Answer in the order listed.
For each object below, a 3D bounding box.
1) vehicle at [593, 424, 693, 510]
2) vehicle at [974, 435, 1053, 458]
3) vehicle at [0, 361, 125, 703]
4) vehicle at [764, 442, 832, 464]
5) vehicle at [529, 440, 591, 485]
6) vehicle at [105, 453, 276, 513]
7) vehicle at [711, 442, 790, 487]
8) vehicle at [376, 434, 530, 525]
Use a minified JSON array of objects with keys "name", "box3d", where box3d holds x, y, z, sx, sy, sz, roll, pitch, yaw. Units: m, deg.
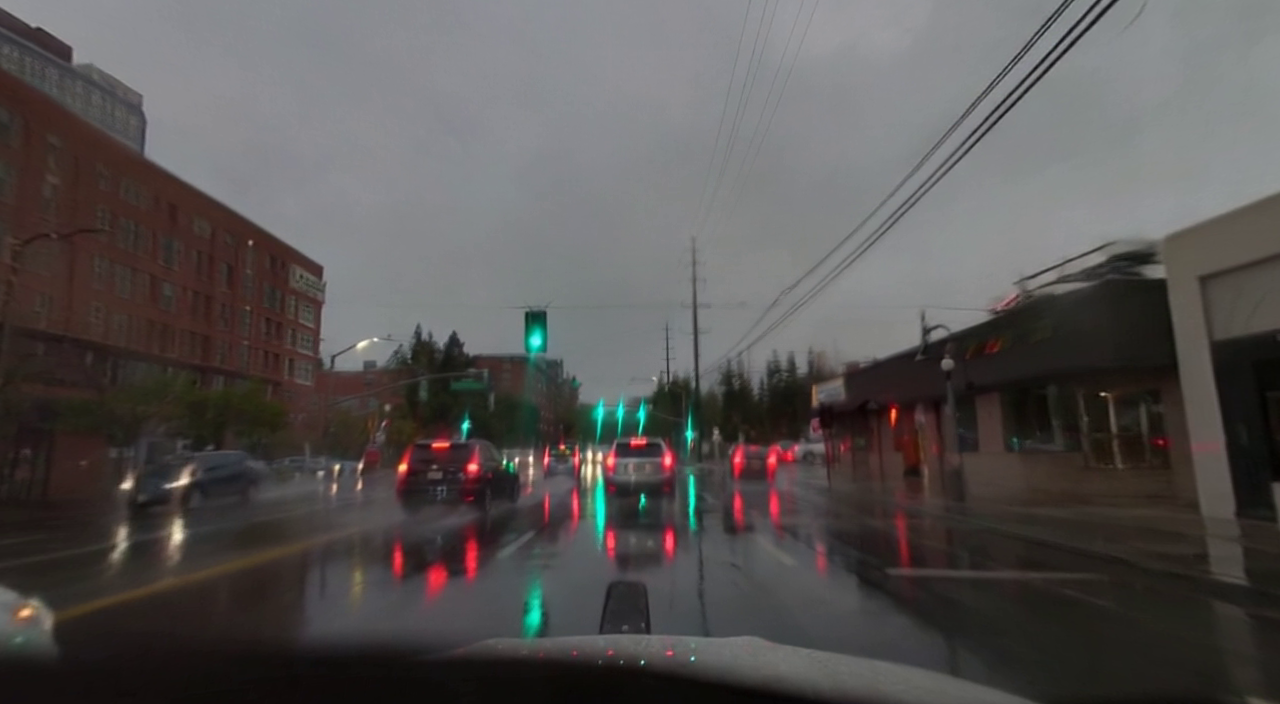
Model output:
[{"name":"vehicle","box3d":[0.090,2.699,15.229,2.075,1.770,4.018,0,-8,1]},{"name":"vehicle","box3d":[26.500,6.738,44.894,4.361,1.478,1.909,-3,-9,12]},{"name":"vehicle","box3d":[-3.324,0.592,0.485,1.975,1.624,4.481,0,-8,1]},{"name":"vehicle","box3d":[11.545,7.350,46.034,4.736,1.526,1.878,5,-9,-29]},{"name":"vehicle","box3d":[-3.162,4.436,25.610,1.894,1.642,3.861,0,-8,2]},{"name":"vehicle","box3d":[-14.678,4.254,21.012,2.115,1.654,4.727,0,-8,1]},{"name":"vehicle","box3d":[3.931,4.078,23.230,1.986,1.457,4.566,0,-8,-1]},{"name":"vehicle","box3d":[-3.711,2.586,13.410,1.886,1.599,4.247,0,-8,1]}]
